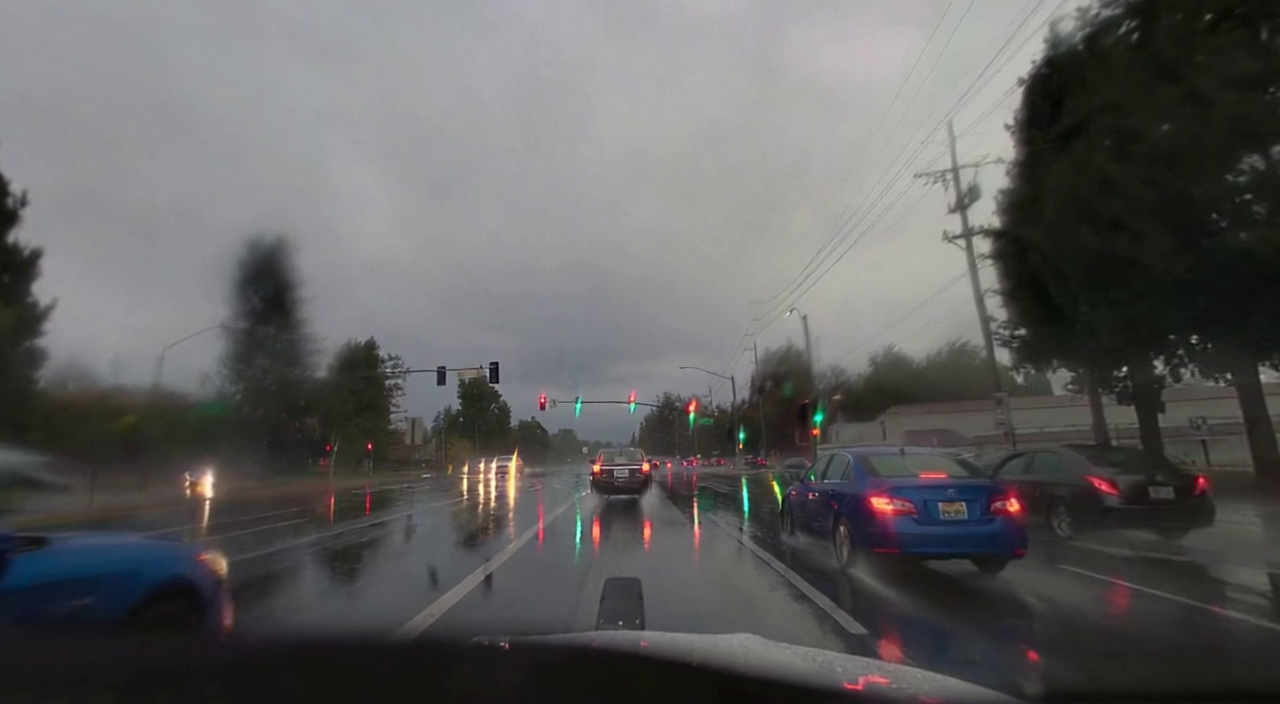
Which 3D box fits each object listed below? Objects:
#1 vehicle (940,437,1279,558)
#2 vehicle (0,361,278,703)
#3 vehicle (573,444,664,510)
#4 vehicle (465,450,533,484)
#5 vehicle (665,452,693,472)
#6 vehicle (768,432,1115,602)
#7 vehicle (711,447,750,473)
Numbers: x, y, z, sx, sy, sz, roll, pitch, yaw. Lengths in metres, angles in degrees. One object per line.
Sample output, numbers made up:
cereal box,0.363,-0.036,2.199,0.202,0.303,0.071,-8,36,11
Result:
vehicle,6.899,2.118,10.031,2.004,1.455,4.417,0,-8,-1
vehicle,-3.325,0.764,1.698,2.073,1.606,4.364,0,-8,0
vehicle,-0.510,3.148,16.451,2.065,1.464,4.216,0,-8,-1
vehicle,-6.784,5.573,31.018,2.032,1.448,5.500,0,-8,0
vehicle,3.028,8.704,49.970,1.850,1.438,4.166,0,-8,-1
vehicle,3.171,1.811,7.955,2.053,1.490,4.464,0,-8,-2
vehicle,6.796,8.138,47.938,2.113,1.789,4.622,0,-8,-2
